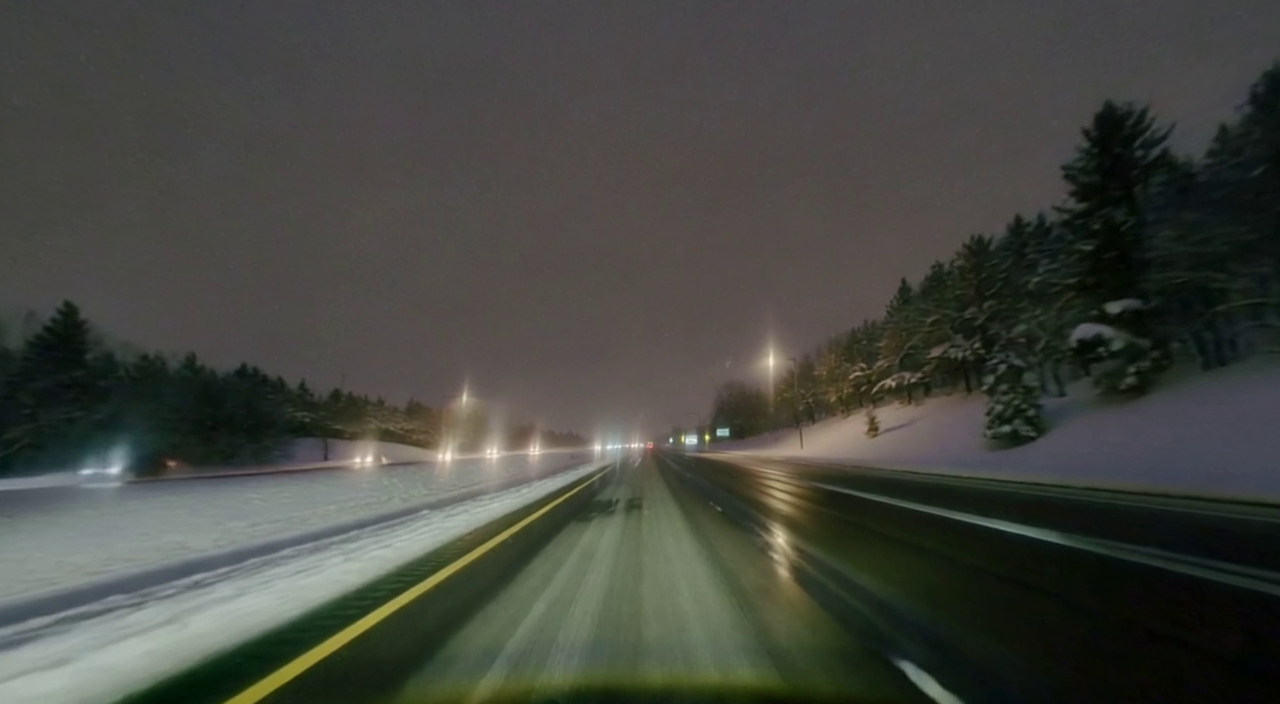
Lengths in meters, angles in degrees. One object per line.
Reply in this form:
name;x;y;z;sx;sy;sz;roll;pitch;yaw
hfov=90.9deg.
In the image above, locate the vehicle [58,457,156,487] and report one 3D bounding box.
vehicle;-33.347;7.505;39.635;2.031;1.676;4.560;-1;-8;3
